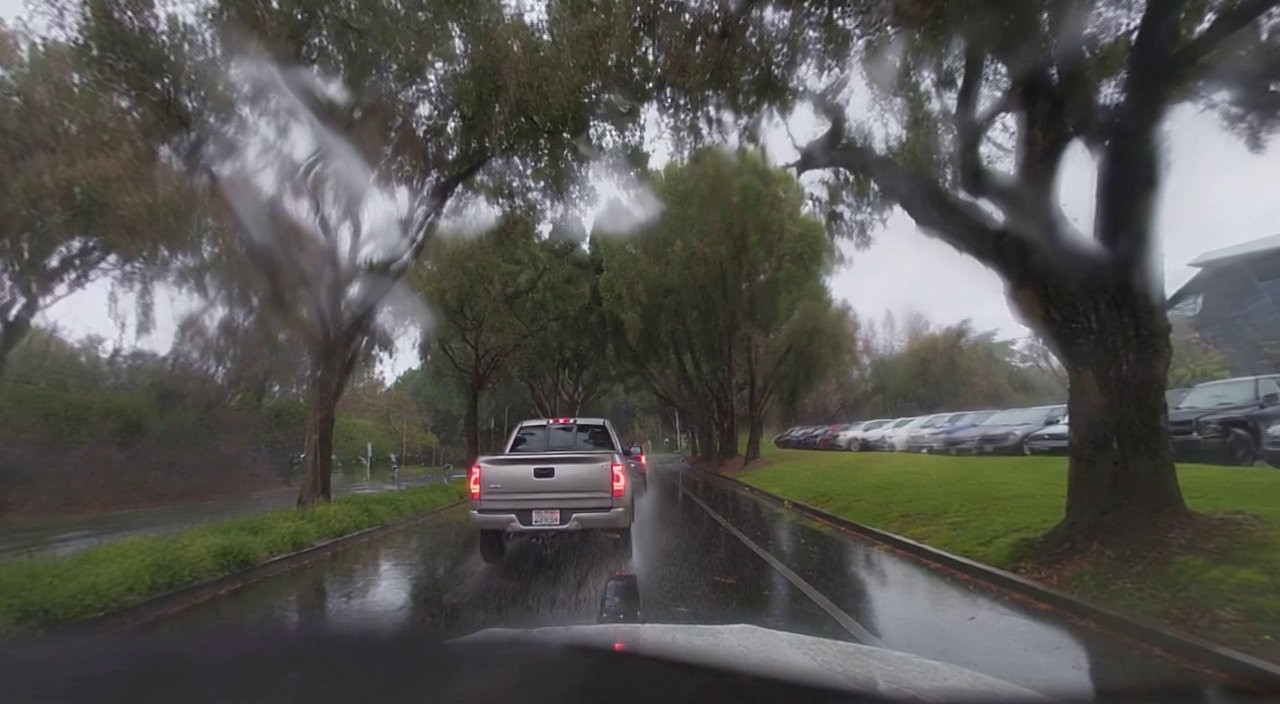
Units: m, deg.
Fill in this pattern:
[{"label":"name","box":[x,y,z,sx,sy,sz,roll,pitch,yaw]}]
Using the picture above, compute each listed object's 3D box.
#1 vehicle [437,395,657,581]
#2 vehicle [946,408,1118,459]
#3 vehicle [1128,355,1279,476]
[{"label":"vehicle","box":[-0.871,1.706,8.803,2.157,1.816,5.039,0,-8,1]},{"label":"vehicle","box":[11.960,2.521,19.501,3.964,1.484,1.924,0,-8,1]},{"label":"vehicle","box":[12.549,1.262,11.580,5.191,1.983,2.335,1,-8,2]}]
